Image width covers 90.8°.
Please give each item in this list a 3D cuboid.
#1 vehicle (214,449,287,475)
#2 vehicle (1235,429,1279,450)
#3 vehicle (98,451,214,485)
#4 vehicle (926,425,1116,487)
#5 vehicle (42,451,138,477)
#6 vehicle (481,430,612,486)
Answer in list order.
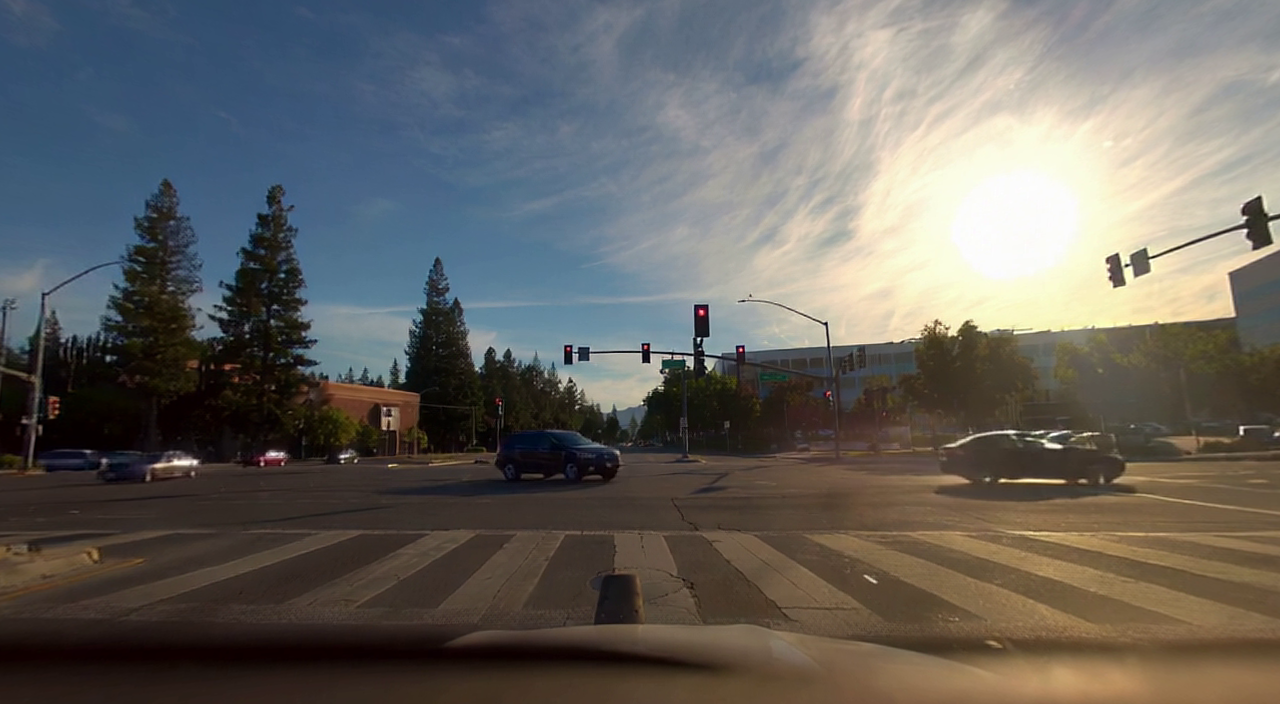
[{"bbox_3d":[-26.500,7.484,43.201,2.135,1.637,4.582,0,-9,-1],"label":"vehicle"},{"bbox_3d":[45.669,6.272,45.267,1.786,1.412,4.330,0,-8,0],"label":"vehicle"},{"bbox_3d":[-23.142,5.528,30.461,1.909,1.473,4.571,0,-8,1],"label":"vehicle"},{"bbox_3d":[10.918,3.017,18.412,4.180,1.678,1.982,-1,-9,6],"label":"vehicle"},{"bbox_3d":[-41.414,8.434,47.622,2.901,1.827,5.034,-9,-13,44],"label":"vehicle"},{"bbox_3d":[-3.803,4.147,25.071,5.310,1.972,2.223,-8,-11,41],"label":"vehicle"}]
